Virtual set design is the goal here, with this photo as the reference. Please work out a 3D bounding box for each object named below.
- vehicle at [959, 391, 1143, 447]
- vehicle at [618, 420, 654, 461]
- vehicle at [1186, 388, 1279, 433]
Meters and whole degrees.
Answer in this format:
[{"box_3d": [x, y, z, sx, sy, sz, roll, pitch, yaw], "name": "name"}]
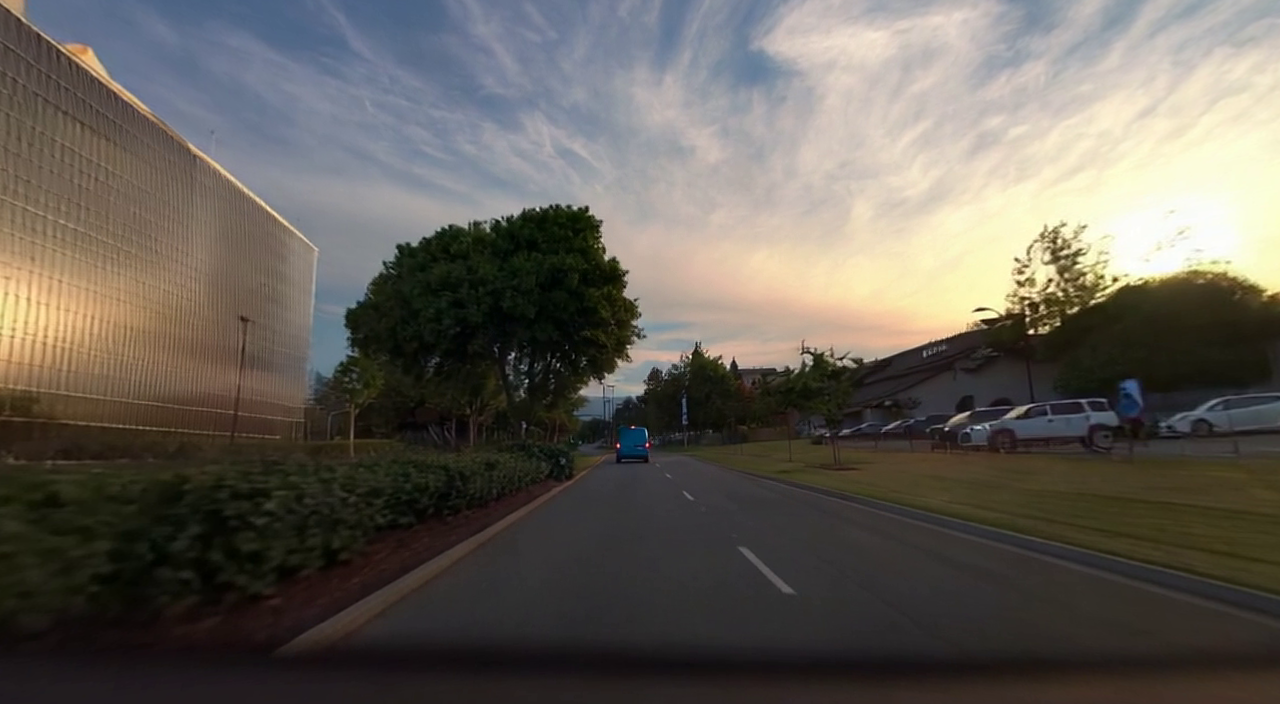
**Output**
[{"box_3d": [12.233, 2.052, 18.942, 4.184, 1.578, 1.976, 1, -8, -4], "name": "vehicle"}, {"box_3d": [-0.314, 6.482, 46.241, 2.435, 2.816, 5.232, 0, -8, -1], "name": "vehicle"}, {"box_3d": [23.083, 2.165, 23.621, 3.556, 1.469, 1.774, -3, -8, -4], "name": "vehicle"}]
